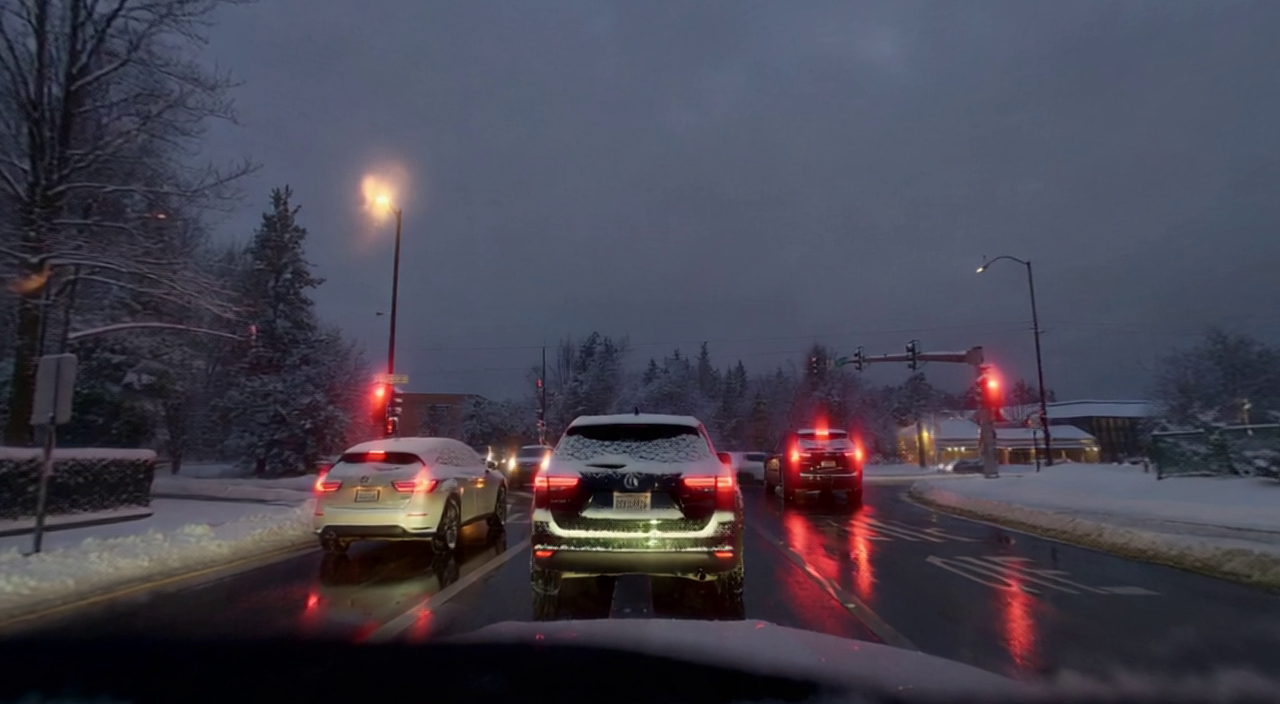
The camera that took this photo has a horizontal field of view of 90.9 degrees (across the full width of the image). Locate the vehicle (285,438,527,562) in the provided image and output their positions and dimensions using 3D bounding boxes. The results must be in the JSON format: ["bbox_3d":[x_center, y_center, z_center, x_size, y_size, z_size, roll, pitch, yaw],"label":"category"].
[{"bbox_3d":[-3.199,2.092,9.766,1.913,1.453,4.413,0,-8,2],"label":"vehicle"}]

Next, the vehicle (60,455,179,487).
[{"bbox_3d":[-25.985,5.948,31.601,4.140,1.444,1.742,2,-9,-15],"label":"vehicle"}]

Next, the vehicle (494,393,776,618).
[{"bbox_3d":[-0.036,1.524,7.180,2.203,1.757,4.286,0,-8,0],"label":"vehicle"}]

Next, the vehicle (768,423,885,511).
[{"bbox_3d":[4.804,3.002,16.932,2.084,2.053,4.073,-1,-8,4],"label":"vehicle"}]

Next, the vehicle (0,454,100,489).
[{"bbox_3d":[-27.058,5.278,27.956,4.198,1.444,1.765,2,-9,-15],"label":"vehicle"}]
